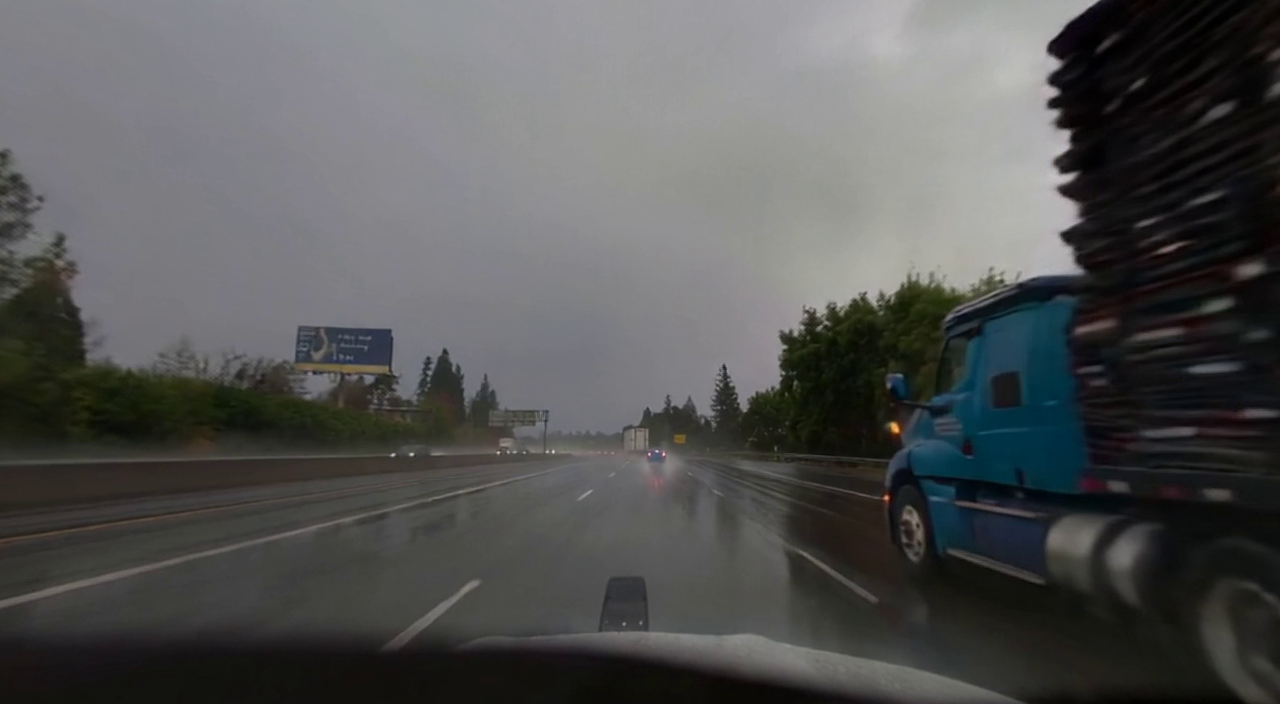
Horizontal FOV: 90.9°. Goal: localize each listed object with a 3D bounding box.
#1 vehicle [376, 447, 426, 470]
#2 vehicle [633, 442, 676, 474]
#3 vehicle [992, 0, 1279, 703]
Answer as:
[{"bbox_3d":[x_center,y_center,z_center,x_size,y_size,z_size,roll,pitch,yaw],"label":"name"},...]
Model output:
[{"bbox_3d":[-17.570,7.824,46.595,1.885,1.542,4.520,0,-9,1],"label":"vehicle"},{"bbox_3d":[0.677,5.431,32.459,2.042,1.528,4.300,0,-9,0],"label":"vehicle"},{"bbox_3d":[4.069,-0.614,0.124,3.071,3.888,8.330,0,-9,0],"label":"vehicle"}]
